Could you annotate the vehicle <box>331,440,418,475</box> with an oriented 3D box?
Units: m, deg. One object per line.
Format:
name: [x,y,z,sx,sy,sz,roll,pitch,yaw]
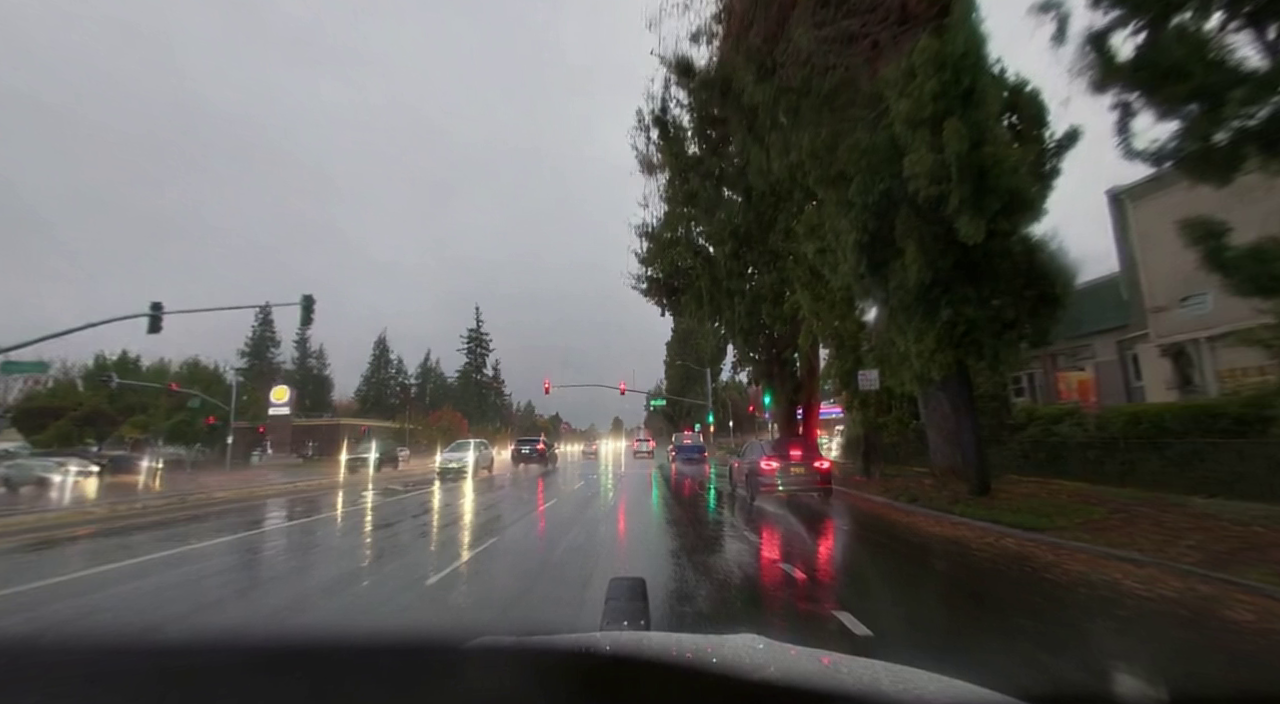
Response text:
vehicle: [-15.515,6.202,37.291,2.486,1.876,5.659,0,-8,3]

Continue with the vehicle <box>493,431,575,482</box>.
vehicle: [-3.812,3.855,23.545,2.250,1.713,4.422,0,-8,1]

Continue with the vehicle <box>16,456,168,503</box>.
vehicle: [-22.707,5.251,26.468,1.887,1.673,4.985,0,-8,0]

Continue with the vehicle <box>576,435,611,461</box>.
vehicle: [-3.360,7.040,46.125,2.126,1.810,4.414,0,-8,1]

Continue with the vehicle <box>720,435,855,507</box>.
vehicle: [3.348,2.802,15.405,2.095,1.475,4.686,0,-8,-1]

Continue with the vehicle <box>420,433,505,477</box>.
vehicle: [-7.721,4.533,28.091,2.224,1.747,5.274,0,-8,0]
